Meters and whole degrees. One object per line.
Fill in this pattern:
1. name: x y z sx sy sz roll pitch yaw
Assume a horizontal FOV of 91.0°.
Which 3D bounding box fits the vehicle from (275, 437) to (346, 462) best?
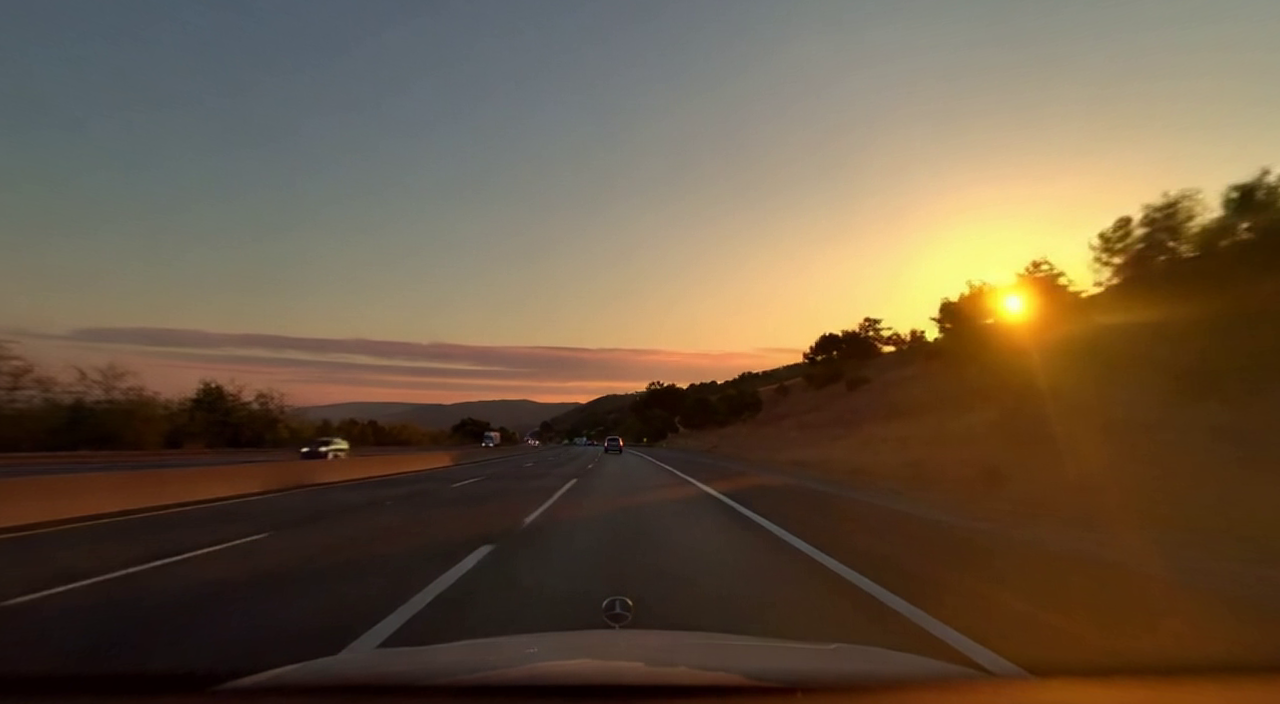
1. vehicle: -20.480 6.069 39.320 2.148 1.484 4.446 0 -8 -2
